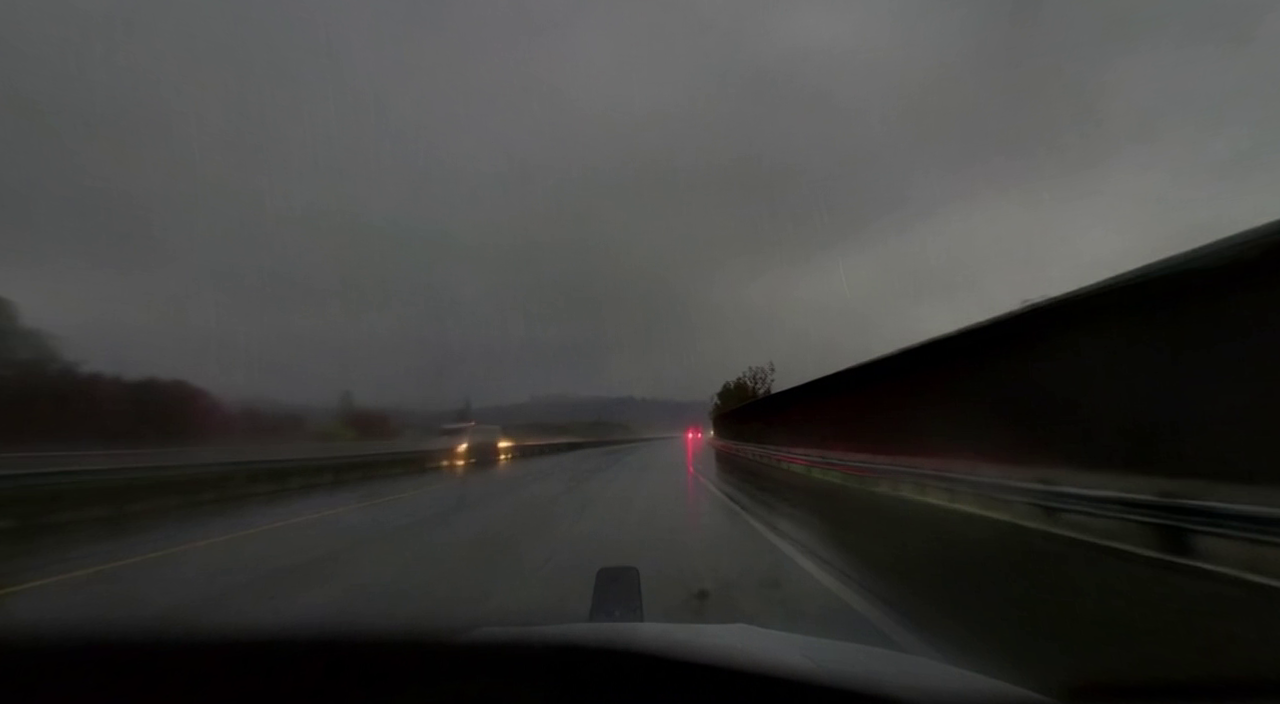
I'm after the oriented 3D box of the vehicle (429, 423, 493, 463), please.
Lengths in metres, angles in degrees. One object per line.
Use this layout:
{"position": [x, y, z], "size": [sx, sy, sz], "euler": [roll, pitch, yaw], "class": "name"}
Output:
{"position": [-11.050, 5.699, 39.407], "size": [2.158, 2.300, 5.691], "euler": [-1, -8, 2], "class": "vehicle"}
